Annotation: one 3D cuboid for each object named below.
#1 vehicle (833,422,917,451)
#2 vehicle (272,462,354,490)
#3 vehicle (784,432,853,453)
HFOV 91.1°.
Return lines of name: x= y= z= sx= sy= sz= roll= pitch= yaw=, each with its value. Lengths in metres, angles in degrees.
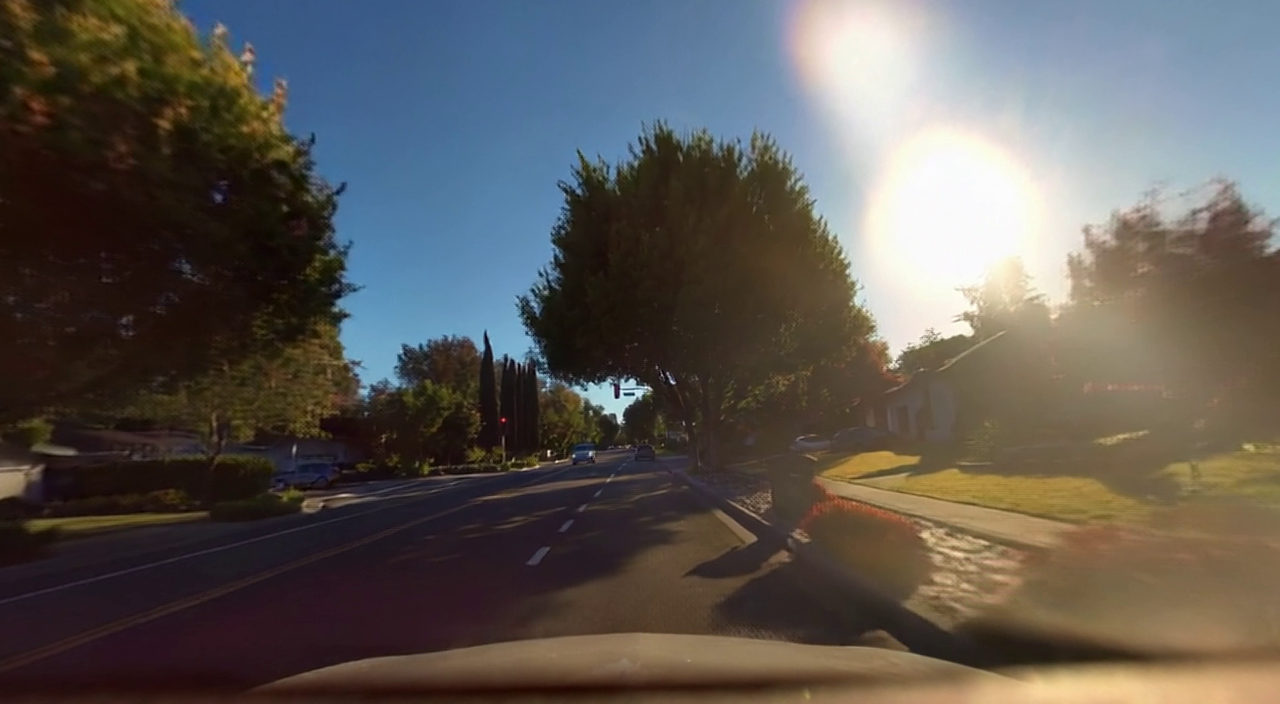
vehicle: x=14.334 y=5.228 z=38.559 sx=4.319 sy=1.700 sz=2.034 roll=0 pitch=-9 yaw=1
vehicle: x=-24.406 y=9.242 z=46.965 sx=4.933 sy=1.792 sz=2.133 roll=1 pitch=-8 yaw=5
vehicle: x=13.366 y=6.800 z=47.199 sx=4.580 sy=1.534 sz=1.919 roll=0 pitch=-8 yaw=-1
